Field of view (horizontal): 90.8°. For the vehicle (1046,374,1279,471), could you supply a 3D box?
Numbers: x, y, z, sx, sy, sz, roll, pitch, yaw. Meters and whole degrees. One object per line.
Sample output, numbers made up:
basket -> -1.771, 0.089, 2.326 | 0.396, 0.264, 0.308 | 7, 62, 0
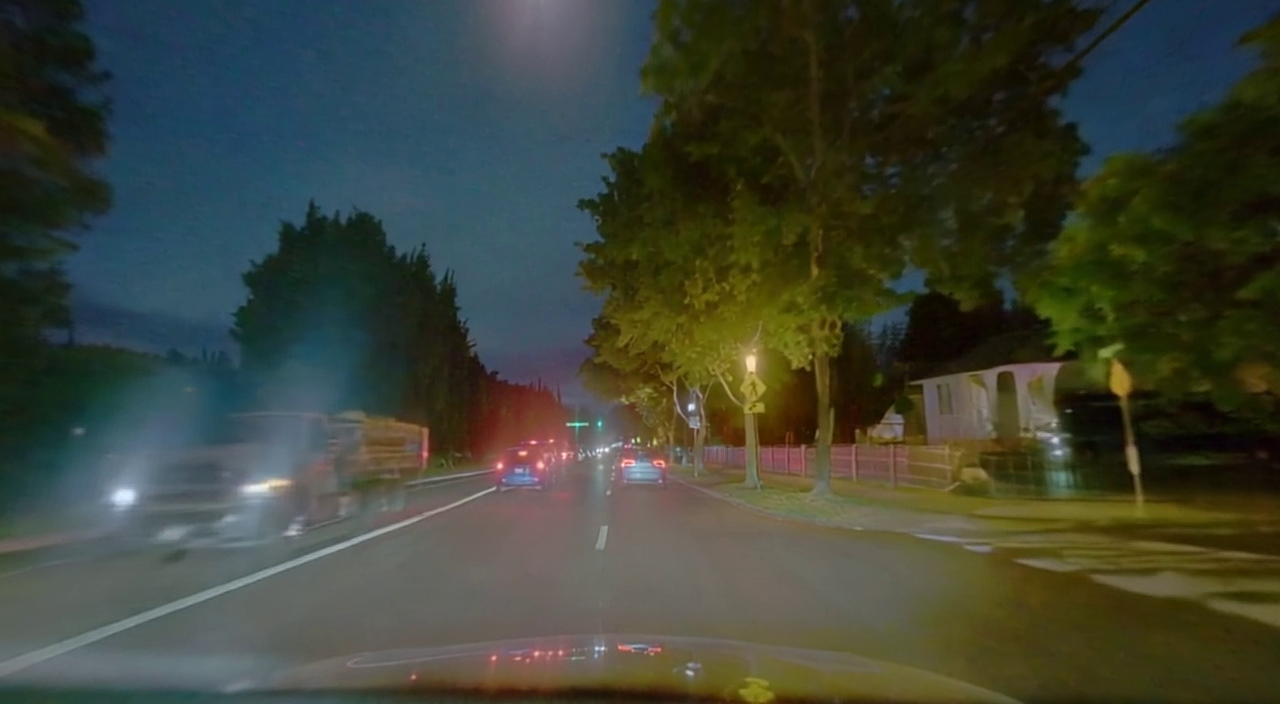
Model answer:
vehicle -> 16.170, 2.209, 19.181 | 6.115, 2.590, 2.371 | -6, -10, 35

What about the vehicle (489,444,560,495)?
vehicle -> -3.782, 3.907, 21.479 | 1.919, 1.501, 4.509 | 1, -9, -5

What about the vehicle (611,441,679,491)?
vehicle -> 0.073, 4.223, 23.813 | 2.258, 1.682, 4.635 | 0, -9, -3

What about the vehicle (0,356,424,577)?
vehicle -> -6.648, 1.965, 11.725 | 2.920, 2.707, 7.670 | 0, -9, -3
